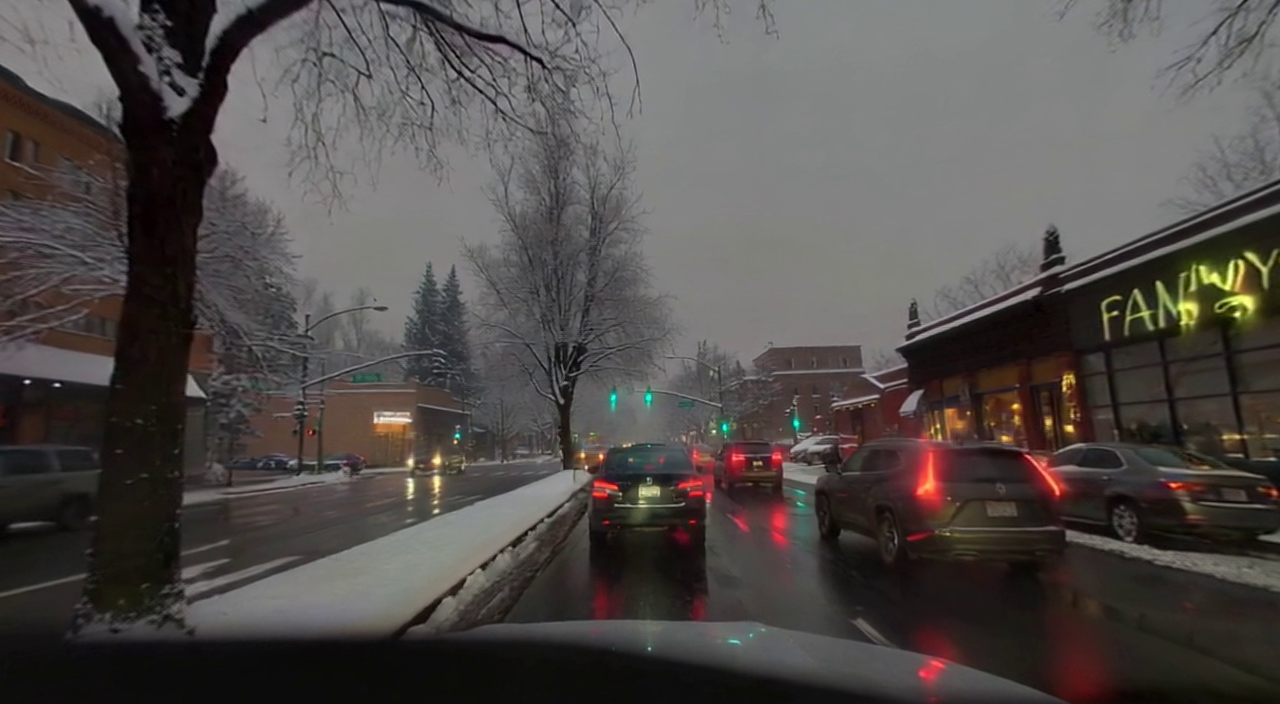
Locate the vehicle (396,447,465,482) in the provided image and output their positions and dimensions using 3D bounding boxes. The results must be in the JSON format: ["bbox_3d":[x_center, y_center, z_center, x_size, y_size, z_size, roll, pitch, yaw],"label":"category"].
[{"bbox_3d":[-11.466,6.155,34.947,2.034,1.765,4.708,-1,-9,2],"label":"vehicle"}]

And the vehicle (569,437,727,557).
[{"bbox_3d":[0.089,2.119,9.872,2.006,1.487,3.535,0,-9,0],"label":"vehicle"}]

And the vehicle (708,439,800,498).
[{"bbox_3d":[3.498,3.667,20.332,2.025,1.660,4.334,0,-9,-2],"label":"vehicle"}]

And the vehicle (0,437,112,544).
[{"bbox_3d":[-11.611,2.256,10.230,2.042,1.749,4.629,-1,-9,1],"label":"vehicle"}]

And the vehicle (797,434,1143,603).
[{"bbox_3d":[3.471,1.805,7.786,1.988,1.480,4.195,0,-9,0],"label":"vehicle"}]
